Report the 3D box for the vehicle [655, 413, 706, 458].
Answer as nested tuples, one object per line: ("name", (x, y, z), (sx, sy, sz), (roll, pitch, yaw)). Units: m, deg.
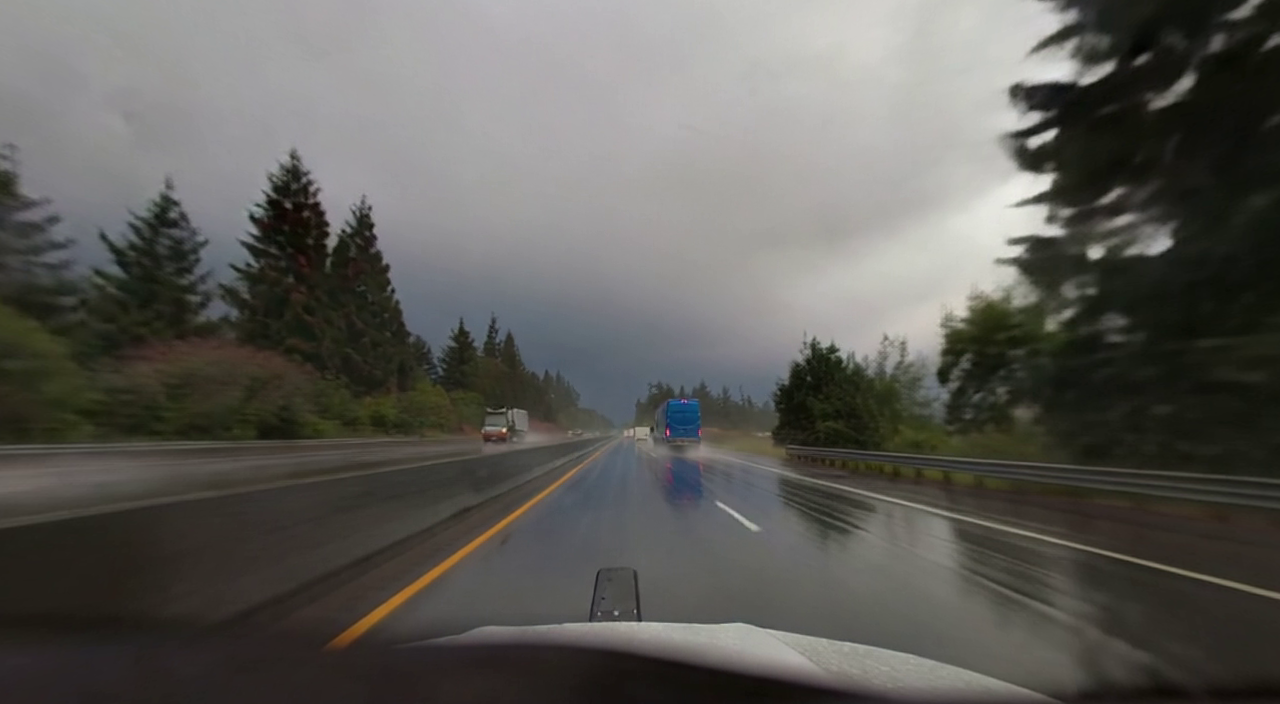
("vehicle", (2.403, 5.251, 39.751), (2.570, 2.596, 6.082), (0, -8, -2))
